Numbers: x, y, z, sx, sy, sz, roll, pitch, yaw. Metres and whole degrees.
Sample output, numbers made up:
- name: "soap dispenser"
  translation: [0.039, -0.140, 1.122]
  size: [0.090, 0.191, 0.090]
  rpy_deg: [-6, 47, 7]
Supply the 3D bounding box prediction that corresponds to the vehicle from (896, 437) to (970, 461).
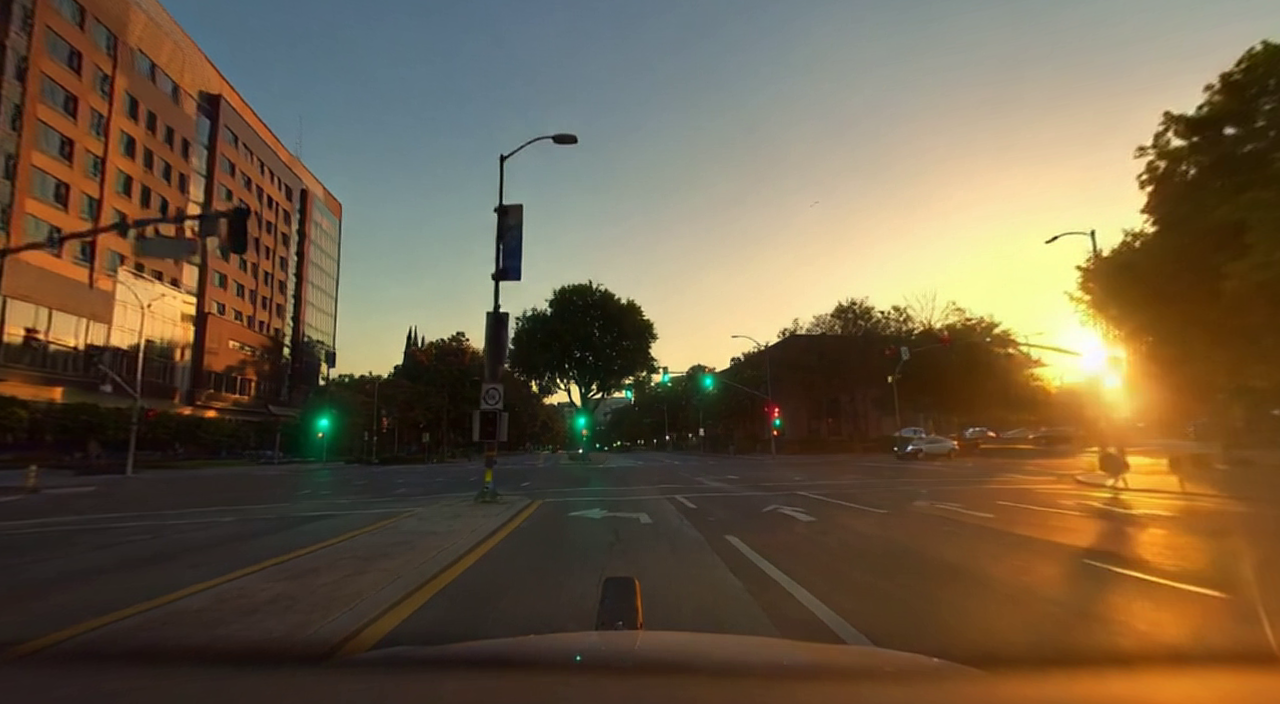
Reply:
- name: "vehicle"
  translation: [20.837, 6.878, 44.784]
  size: [4.769, 1.634, 1.884]
  rpy_deg: [2, -9, -20]
